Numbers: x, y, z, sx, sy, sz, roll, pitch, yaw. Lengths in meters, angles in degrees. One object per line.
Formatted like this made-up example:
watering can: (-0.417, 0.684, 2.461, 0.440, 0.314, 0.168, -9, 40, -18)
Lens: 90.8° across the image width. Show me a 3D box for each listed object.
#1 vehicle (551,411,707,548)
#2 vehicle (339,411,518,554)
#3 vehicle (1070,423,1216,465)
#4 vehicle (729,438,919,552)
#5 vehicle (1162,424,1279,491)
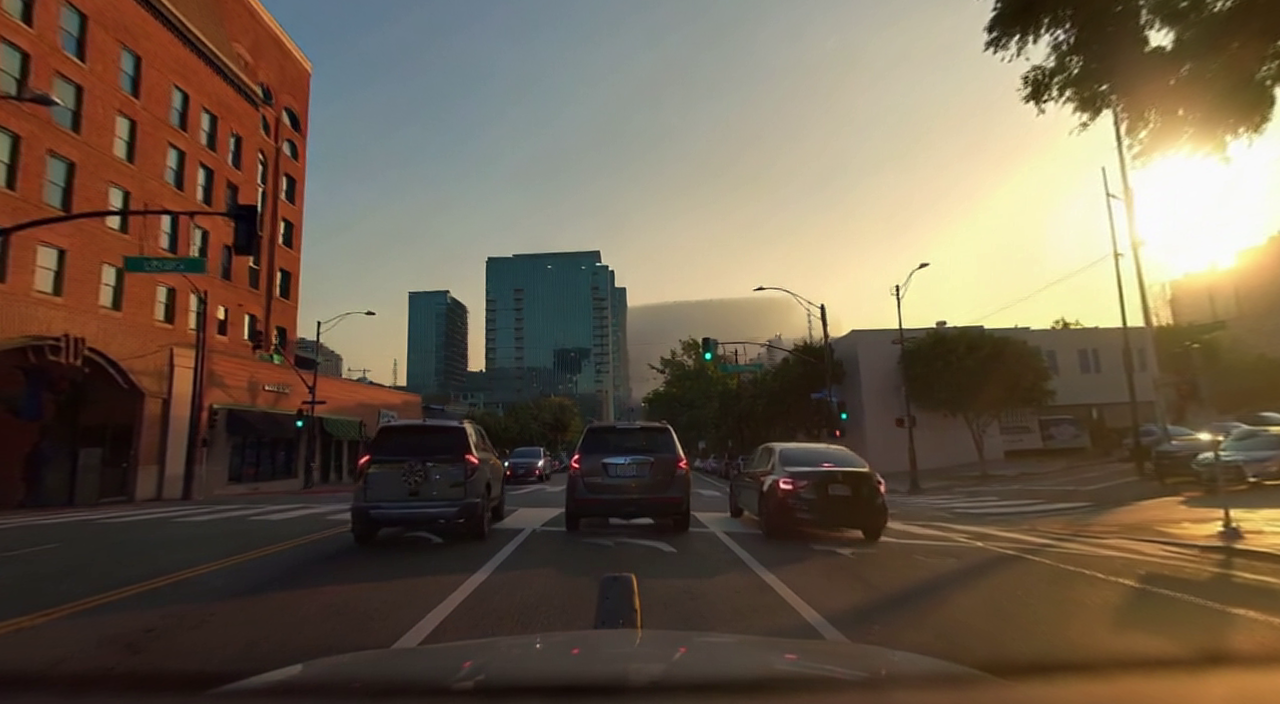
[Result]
vehicle: (-0.187, 2.074, 10.917, 2.105, 1.842, 4.537, 0, -8, -1)
vehicle: (-3.125, 1.987, 10.326, 1.855, 1.812, 4.244, 1, -8, -6)
vehicle: (20.815, 3.825, 26.299, 4.355, 1.663, 1.948, 0, -8, 0)
vehicle: (2.686, 2.170, 10.347, 1.852, 1.462, 4.155, 0, -8, 0)
vehicle: (17.390, 2.896, 17.333, 4.547, 1.720, 1.624, 0, -12, -1)
